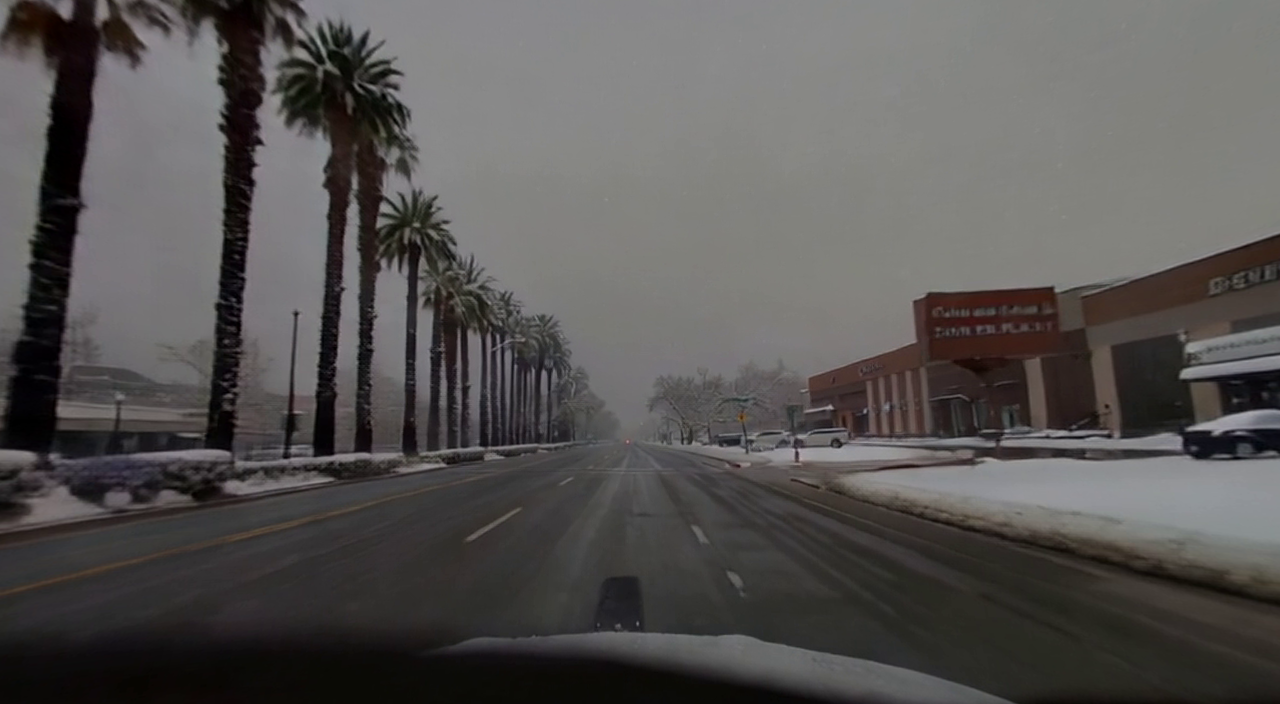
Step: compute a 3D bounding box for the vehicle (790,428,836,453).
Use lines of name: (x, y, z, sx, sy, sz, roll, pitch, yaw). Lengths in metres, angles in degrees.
vehicle: (12.331, 6.362, 45.342, 1.909, 1.686, 4.670, 0, -9, -1)

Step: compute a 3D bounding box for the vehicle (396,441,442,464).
vehicle: (-16.868, 7.679, 48.417, 1.876, 1.460, 4.483, -3, -7, 2)

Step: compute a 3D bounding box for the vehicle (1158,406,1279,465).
vehicle: (19.382, 2.560, 19.689, 4.552, 1.649, 2.187, -2, -9, -3)

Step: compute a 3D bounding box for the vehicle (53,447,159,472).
vehicle: (-37.281, 7.507, 44.281, 5.410, 1.633, 2.366, 7, -11, -39)
